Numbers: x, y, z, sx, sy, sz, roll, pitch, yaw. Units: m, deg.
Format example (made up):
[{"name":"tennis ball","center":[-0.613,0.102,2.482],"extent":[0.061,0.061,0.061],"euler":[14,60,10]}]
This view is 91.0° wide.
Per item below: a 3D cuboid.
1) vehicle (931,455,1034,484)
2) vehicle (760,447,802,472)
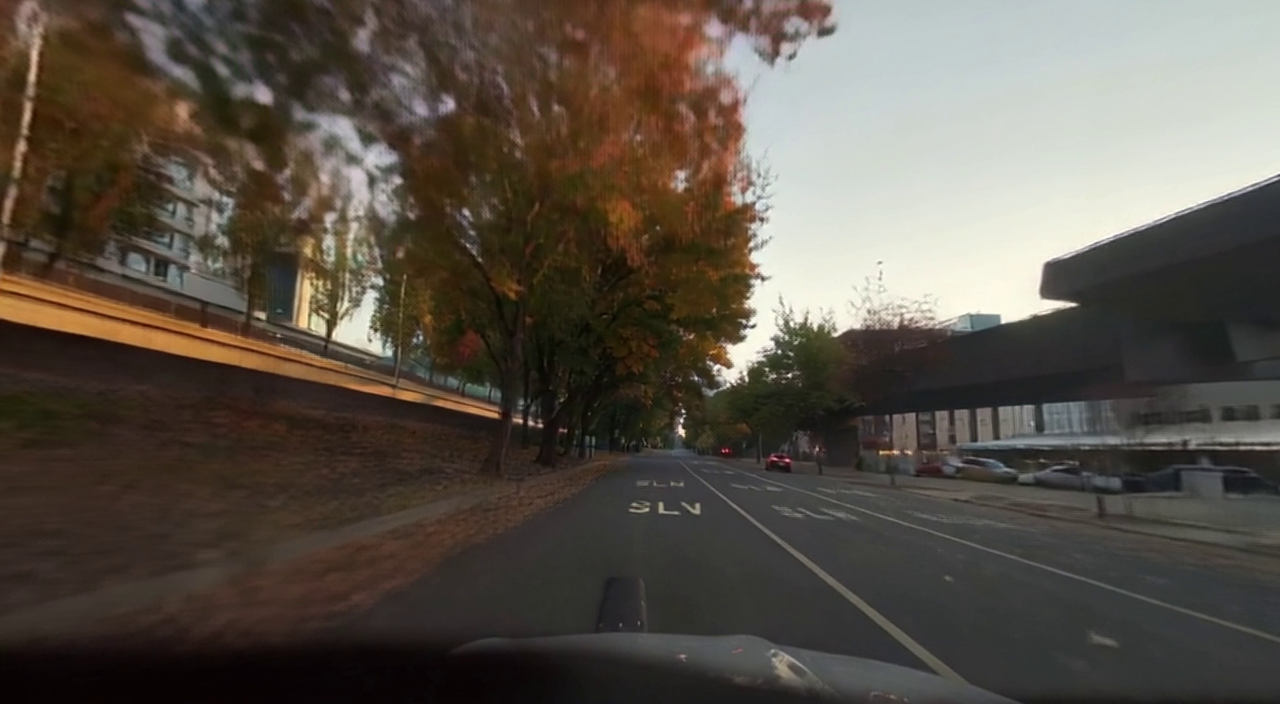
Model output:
[{"name":"vehicle","center":[19.950,6.869,36.885],"extent":[4.635,1.552,2.334],"euler":[0,-9,1]},{"name":"vehicle","center":[10.962,8.371,49.262],"extent":[2.187,1.871,4.576],"euler":[0,-9,0]}]
